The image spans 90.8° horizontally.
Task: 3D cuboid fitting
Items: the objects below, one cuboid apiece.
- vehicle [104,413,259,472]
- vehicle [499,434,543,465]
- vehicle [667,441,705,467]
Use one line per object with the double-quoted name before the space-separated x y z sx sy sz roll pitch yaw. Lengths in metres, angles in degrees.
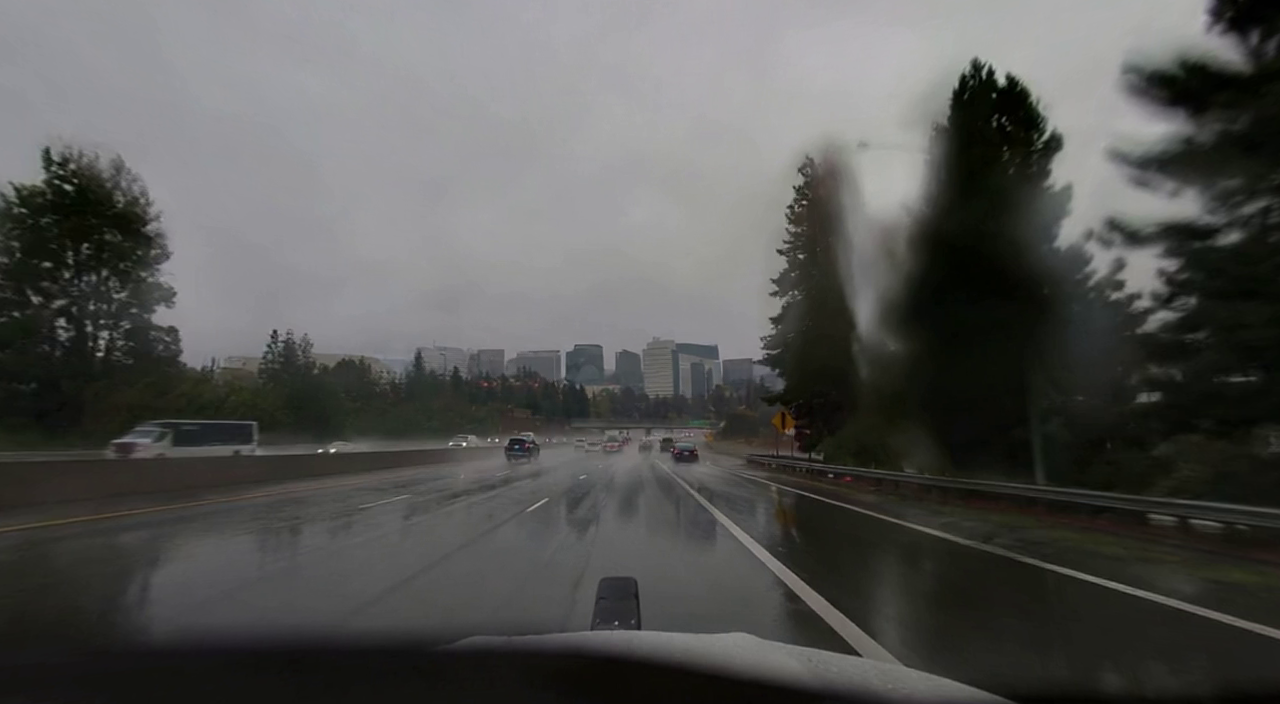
"vehicle" -27.828 5.618 39.115 2.937 3.196 8.787 0 -9 0
"vehicle" -7.585 6.293 40.726 2.009 1.850 4.338 0 -8 -1
"vehicle" 2.769 6.247 38.847 1.967 1.475 4.080 0 -8 -1
